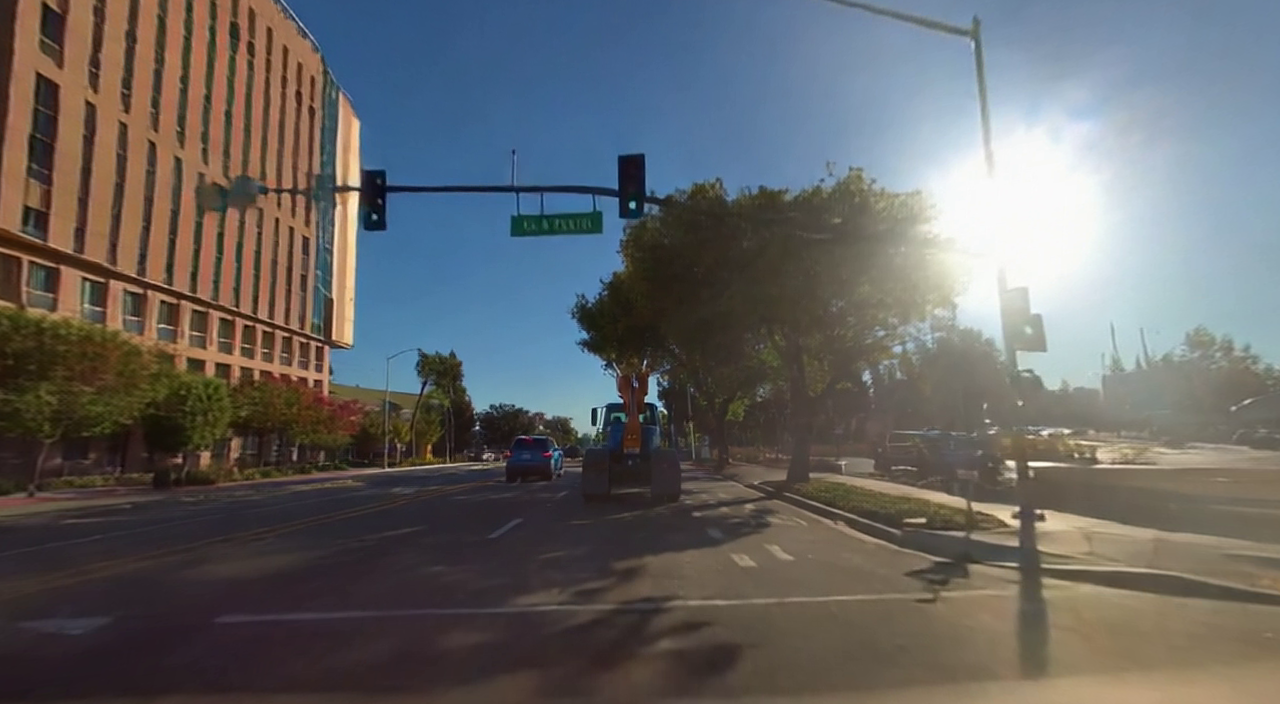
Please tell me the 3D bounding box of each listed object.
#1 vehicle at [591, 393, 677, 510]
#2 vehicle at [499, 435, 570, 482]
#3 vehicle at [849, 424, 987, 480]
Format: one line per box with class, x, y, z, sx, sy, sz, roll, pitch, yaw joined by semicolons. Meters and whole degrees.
vehicle;-0.381;3.777;24.419;2.552;3.461;11.044;0;-8;-2
vehicle;-4.063;4.177;25.034;2.081;1.688;4.235;0;-9;0
vehicle;9.893;3.618;22.976;2.186;1.783;4.716;1;-9;-11
